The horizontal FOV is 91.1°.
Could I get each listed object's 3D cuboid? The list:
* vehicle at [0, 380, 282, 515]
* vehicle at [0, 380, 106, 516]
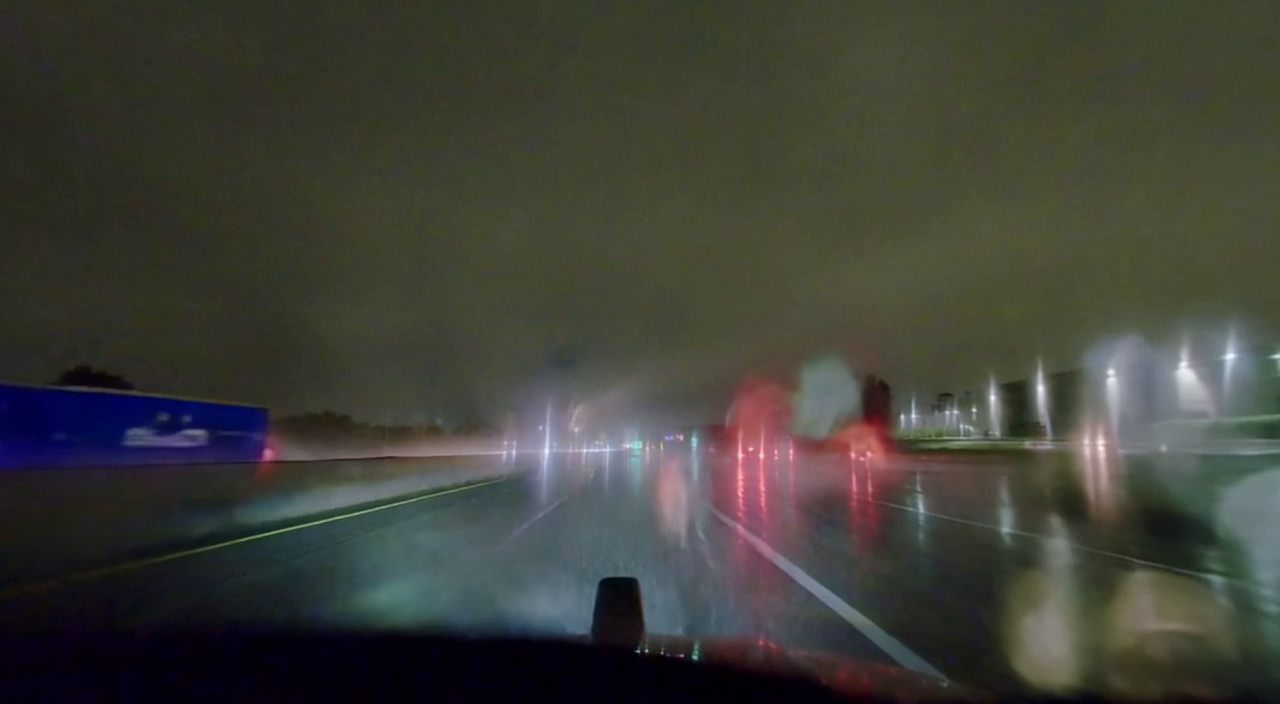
[{"bbox_3d":[-20.424,3.942,25.890,3.100,4.004,14.159,0,-9,-1],"label":"vehicle"},{"bbox_3d":[-20.332,2.917,19.019,2.942,3.931,5.873,0,-9,-1],"label":"vehicle"}]
